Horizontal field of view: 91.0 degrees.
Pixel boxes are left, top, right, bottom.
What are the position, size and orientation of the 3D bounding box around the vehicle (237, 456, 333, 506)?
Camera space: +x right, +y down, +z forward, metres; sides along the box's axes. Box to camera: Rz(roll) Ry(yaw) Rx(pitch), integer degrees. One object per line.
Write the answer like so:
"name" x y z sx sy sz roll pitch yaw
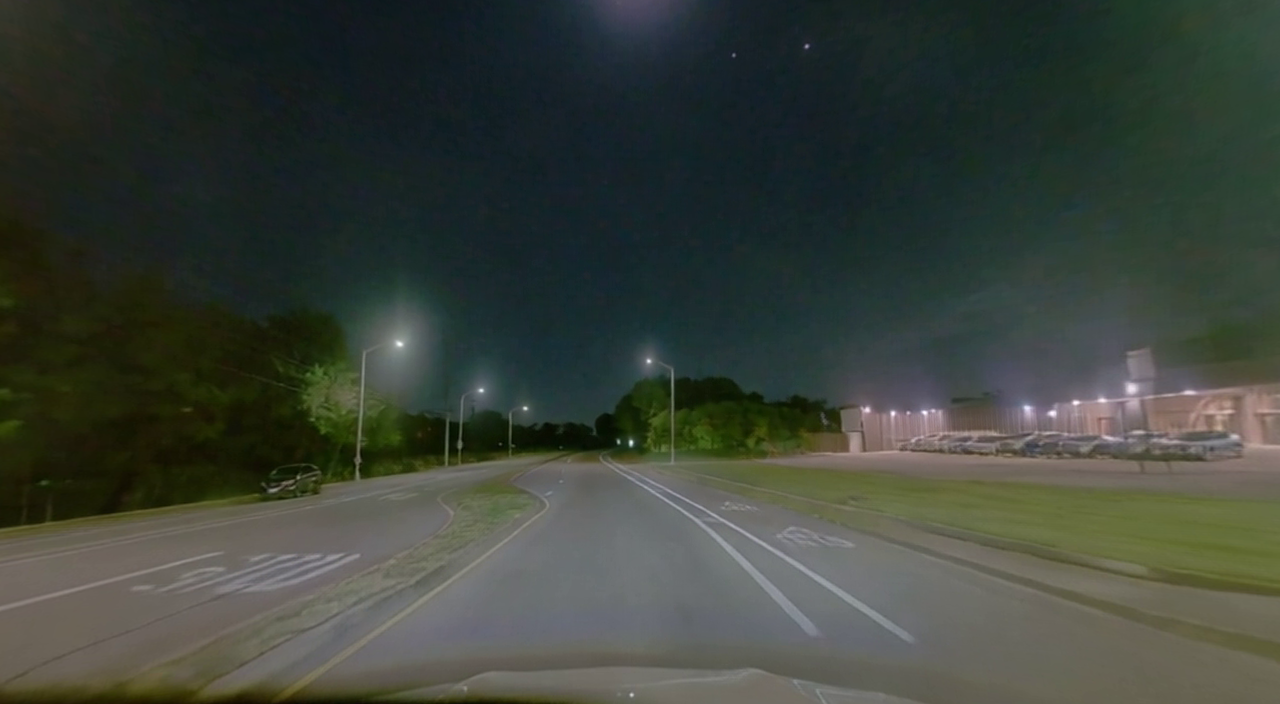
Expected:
"vehicle" -14.775 5.326 26.466 1.952 1.632 4.200 -2 -7 -6
